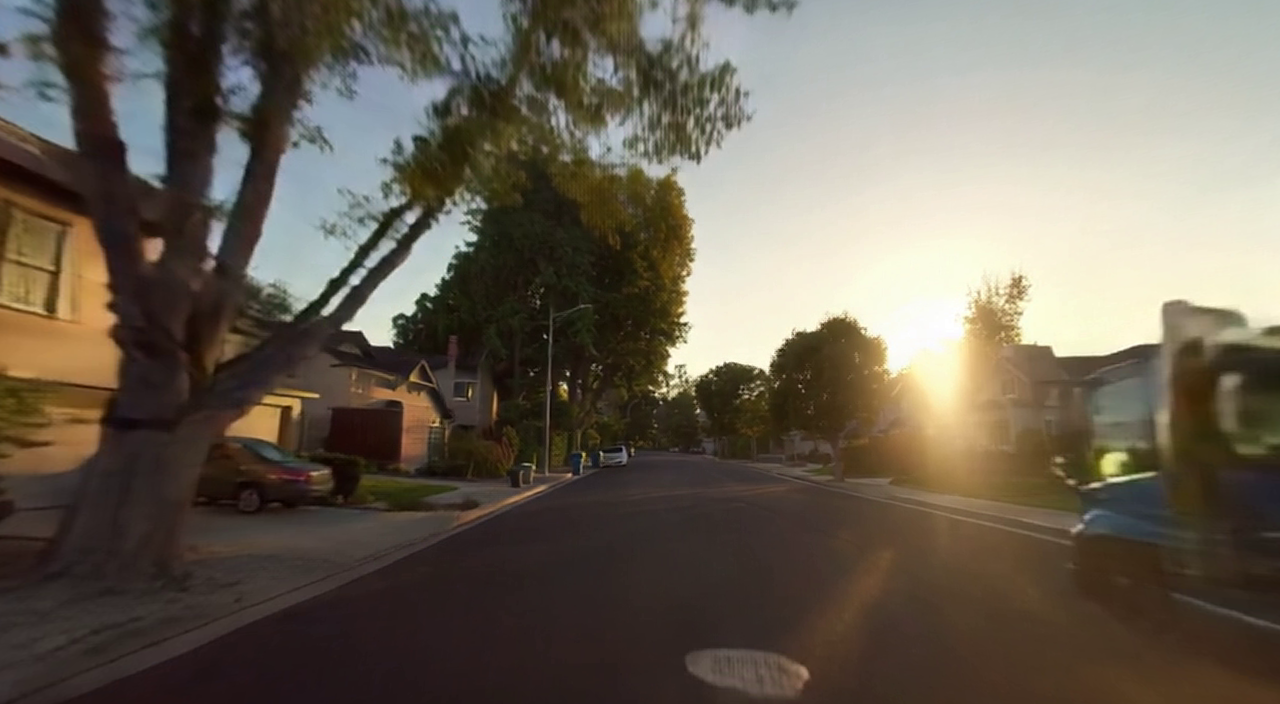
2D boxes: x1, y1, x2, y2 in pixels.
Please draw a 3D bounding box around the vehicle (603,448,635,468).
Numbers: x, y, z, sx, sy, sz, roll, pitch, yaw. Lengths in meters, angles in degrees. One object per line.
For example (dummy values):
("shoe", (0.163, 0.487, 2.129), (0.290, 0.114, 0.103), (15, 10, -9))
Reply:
("vehicle", (-1.519, 7.868, 46.986), (2.017, 1.397, 4.004), (-1, -8, 4))
